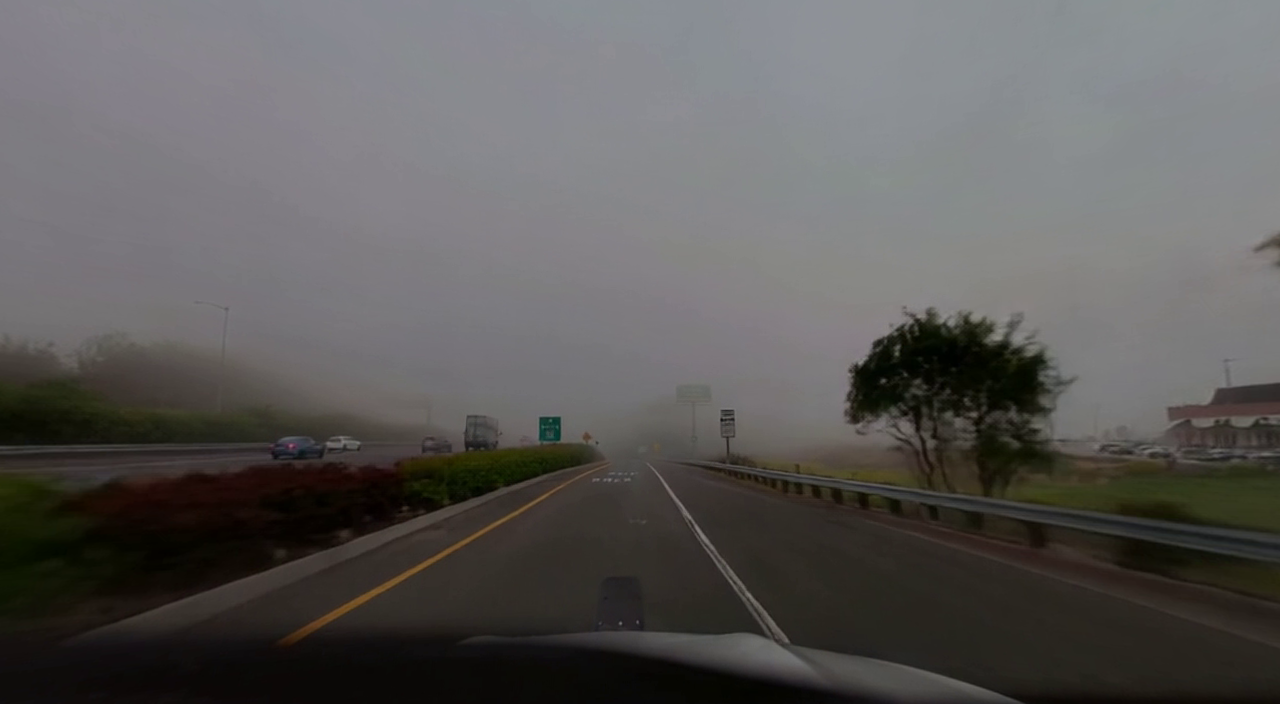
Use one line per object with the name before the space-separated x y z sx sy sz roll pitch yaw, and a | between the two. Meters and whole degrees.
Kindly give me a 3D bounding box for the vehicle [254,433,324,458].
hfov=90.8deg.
vehicle | -21.960 5.891 39.771 1.933 1.496 4.516 0 -9 -2
